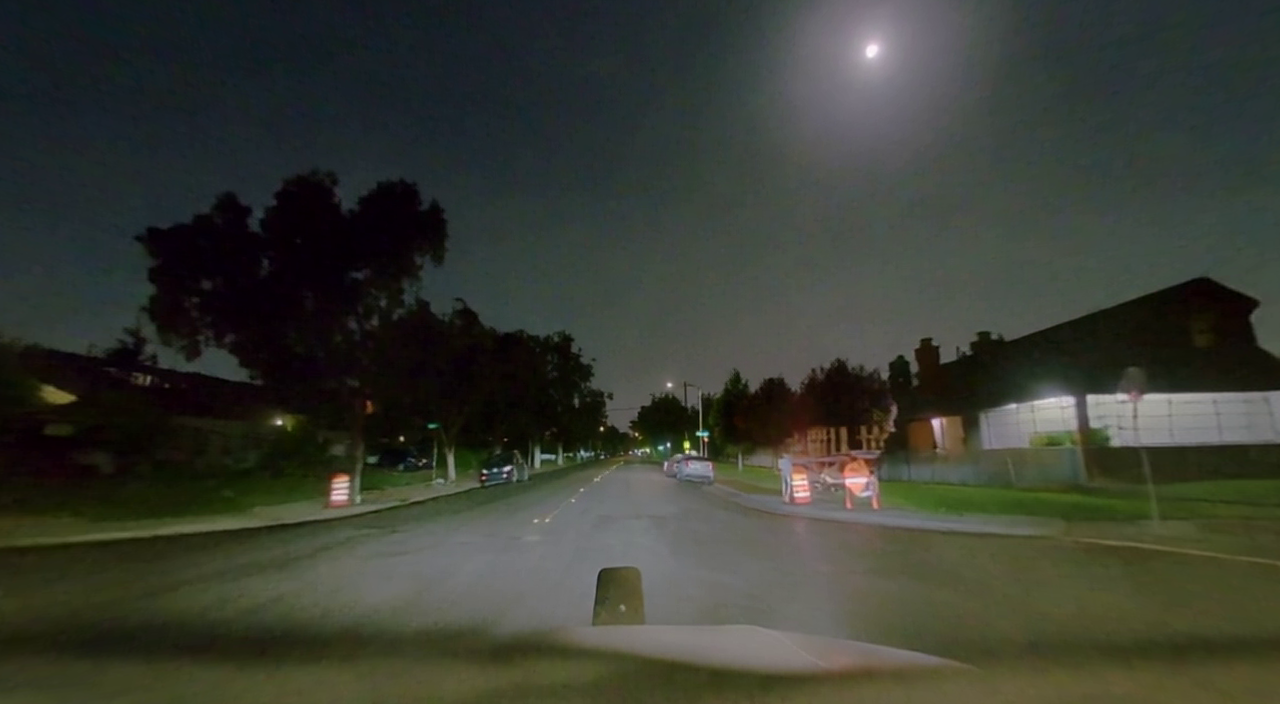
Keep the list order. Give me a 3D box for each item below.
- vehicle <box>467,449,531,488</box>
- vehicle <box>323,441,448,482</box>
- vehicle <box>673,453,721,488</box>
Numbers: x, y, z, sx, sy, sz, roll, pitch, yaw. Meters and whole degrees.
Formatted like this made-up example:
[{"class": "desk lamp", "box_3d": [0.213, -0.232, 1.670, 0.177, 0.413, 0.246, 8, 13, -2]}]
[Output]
[{"class": "vehicle", "box_3d": [-7.521, 6.329, 34.414, 2.266, 1.877, 5.167, -1, -10, 0]}, {"class": "vehicle", "box_3d": [-15.633, 6.754, 39.146, 6.526, 2.046, 2.522, 3, -9, -2]}, {"class": "vehicle", "box_3d": [2.803, 5.924, 31.902, 1.896, 1.602, 4.571, 2, -9, -1]}]
